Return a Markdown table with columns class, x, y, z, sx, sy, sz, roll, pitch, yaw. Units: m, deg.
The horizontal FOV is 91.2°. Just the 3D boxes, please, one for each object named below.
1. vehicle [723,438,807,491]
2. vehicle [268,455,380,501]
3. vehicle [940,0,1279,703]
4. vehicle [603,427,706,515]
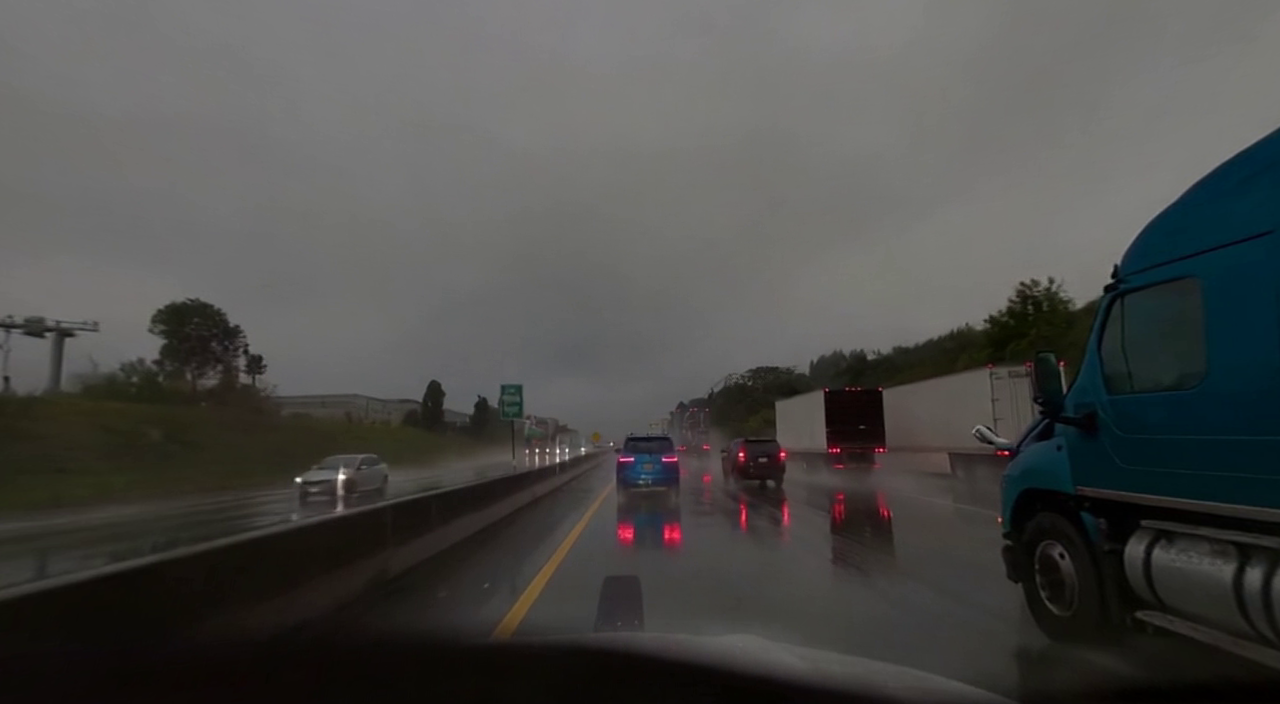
| class | x | y | z | sx | sy | sz | roll | pitch | yaw |
| --- | --- | --- | --- | --- | --- | --- | --- | --- | --- |
| vehicle | 3.924 | 3.598 | 20.340 | 1.859 | 1.512 | 3.711 | 0 | -9 | -2 |
| vehicle | -11.931 | 4.756 | 24.063 | 1.921 | 1.504 | 4.633 | 0 | -9 | 0 |
| vehicle | 4.250 | -0.088 | 2.566 | 2.987 | 3.877 | 5.881 | 0 | -9 | 0 |
| vehicle | 0.285 | 2.555 | 13.796 | 1.965 | 1.664 | 3.428 | 0 | -9 | 0 |
